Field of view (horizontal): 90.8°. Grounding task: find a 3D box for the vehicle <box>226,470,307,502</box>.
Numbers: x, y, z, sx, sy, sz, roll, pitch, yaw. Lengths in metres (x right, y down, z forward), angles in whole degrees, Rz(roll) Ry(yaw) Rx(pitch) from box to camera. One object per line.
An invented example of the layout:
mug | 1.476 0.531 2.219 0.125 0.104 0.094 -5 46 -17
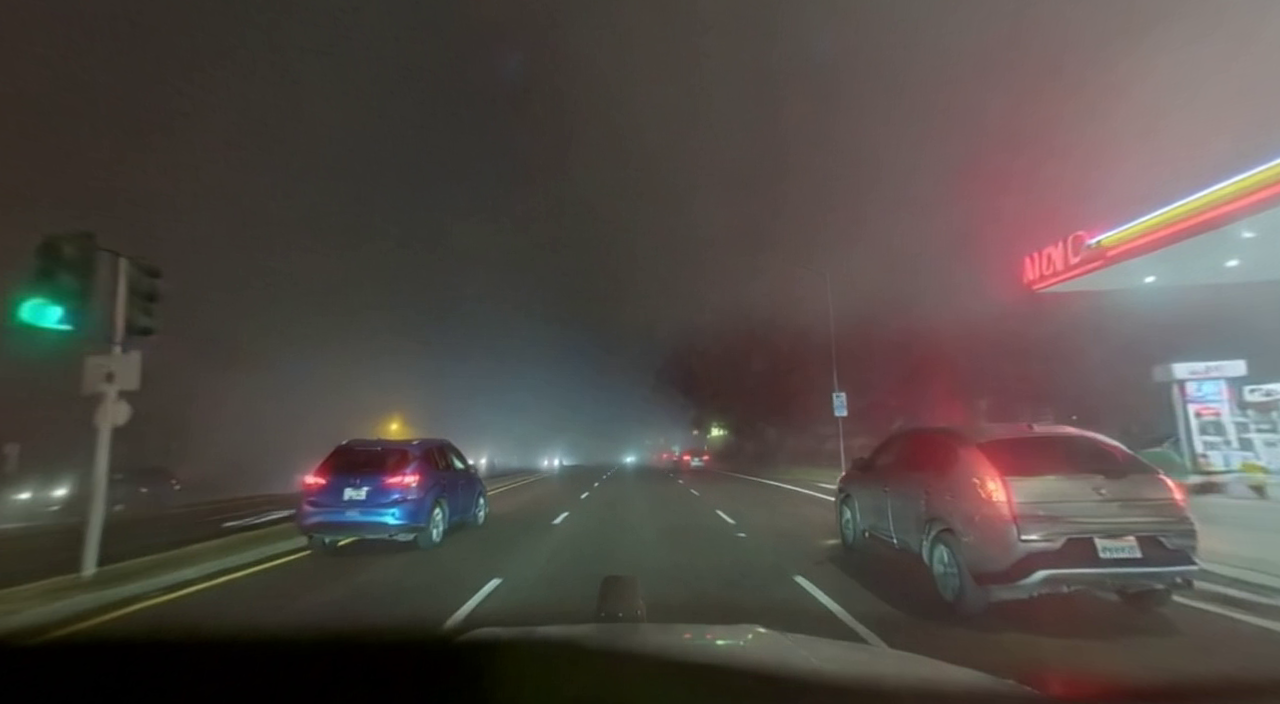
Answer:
vehicle | -21.283 7.650 36.269 1.852 1.484 4.507 0 -8 1

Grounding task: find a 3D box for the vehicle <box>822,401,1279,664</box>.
vehicle | 3.564 1.476 6.322 2.085 1.655 4.459 0 -8 -1

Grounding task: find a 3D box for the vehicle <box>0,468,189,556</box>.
vehicle | -14.436 3.871 15.971 2.014 1.616 5.527 0 -8 -1

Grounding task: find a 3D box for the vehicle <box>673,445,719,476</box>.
vehicle | 3.240 6.366 37.256 2.066 1.699 4.419 0 -9 -3

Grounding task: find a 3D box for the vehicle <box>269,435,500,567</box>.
vehicle | -3.639 2.162 9.954 1.935 1.617 4.045 0 -8 0
